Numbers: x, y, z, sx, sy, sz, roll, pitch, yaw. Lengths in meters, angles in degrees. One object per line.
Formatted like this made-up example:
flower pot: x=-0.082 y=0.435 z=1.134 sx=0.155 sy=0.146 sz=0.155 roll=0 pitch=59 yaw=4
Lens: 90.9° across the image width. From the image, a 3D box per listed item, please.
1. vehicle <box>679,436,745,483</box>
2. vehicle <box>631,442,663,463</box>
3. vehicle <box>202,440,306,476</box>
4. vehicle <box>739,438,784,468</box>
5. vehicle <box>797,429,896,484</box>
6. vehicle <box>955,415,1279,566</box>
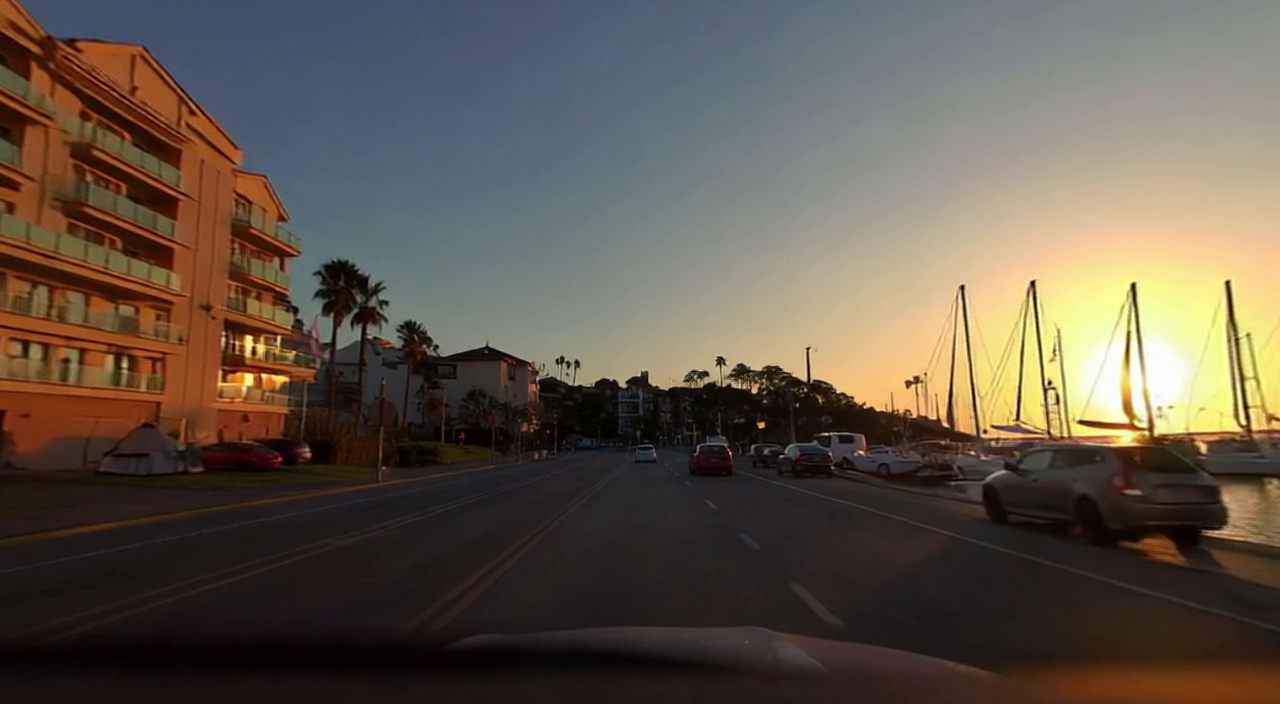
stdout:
vehicle: x=2.681 y=4.127 z=24.460 sx=2.047 sy=1.640 sz=4.051 roll=0 pitch=-9 yaw=0
vehicle: x=0.520 y=7.598 z=47.618 sx=2.284 sy=1.496 sz=3.949 roll=-1 pitch=-9 yaw=1
vehicle: x=-18.020 y=4.972 z=29.733 sx=1.840 sy=1.522 sz=4.695 roll=-1 pitch=-9 yaw=1
vehicle: x=7.969 y=6.667 z=41.729 sx=1.969 sy=1.852 sz=4.514 roll=0 pitch=-9 yaw=-1
vehicle: x=7.937 y=4.090 z=24.861 sx=2.056 sy=1.896 sz=5.062 roll=0 pitch=-9 yaw=-1
vehicle: x=7.206 y=1.997 z=9.902 sx=2.029 sy=1.750 sz=4.825 roll=0 pitch=-9 yaw=1
